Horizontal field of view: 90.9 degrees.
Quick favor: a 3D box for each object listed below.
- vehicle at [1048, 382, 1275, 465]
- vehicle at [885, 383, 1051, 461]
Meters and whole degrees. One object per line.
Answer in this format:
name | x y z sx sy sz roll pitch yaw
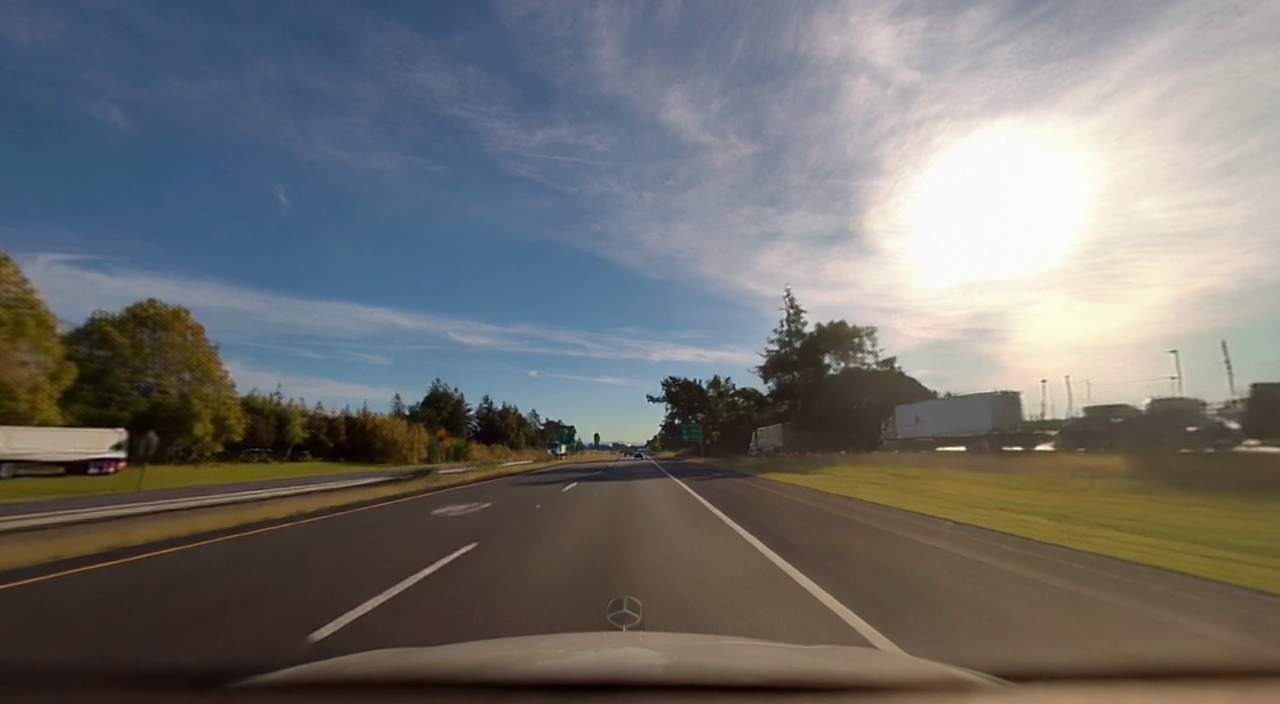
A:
vehicle | 20.655 3.062 25.793 2.558 2.886 7.552 0 -9 -2
vehicle | 20.672 5.069 41.657 2.861 4.047 15.002 -3 -10 0
